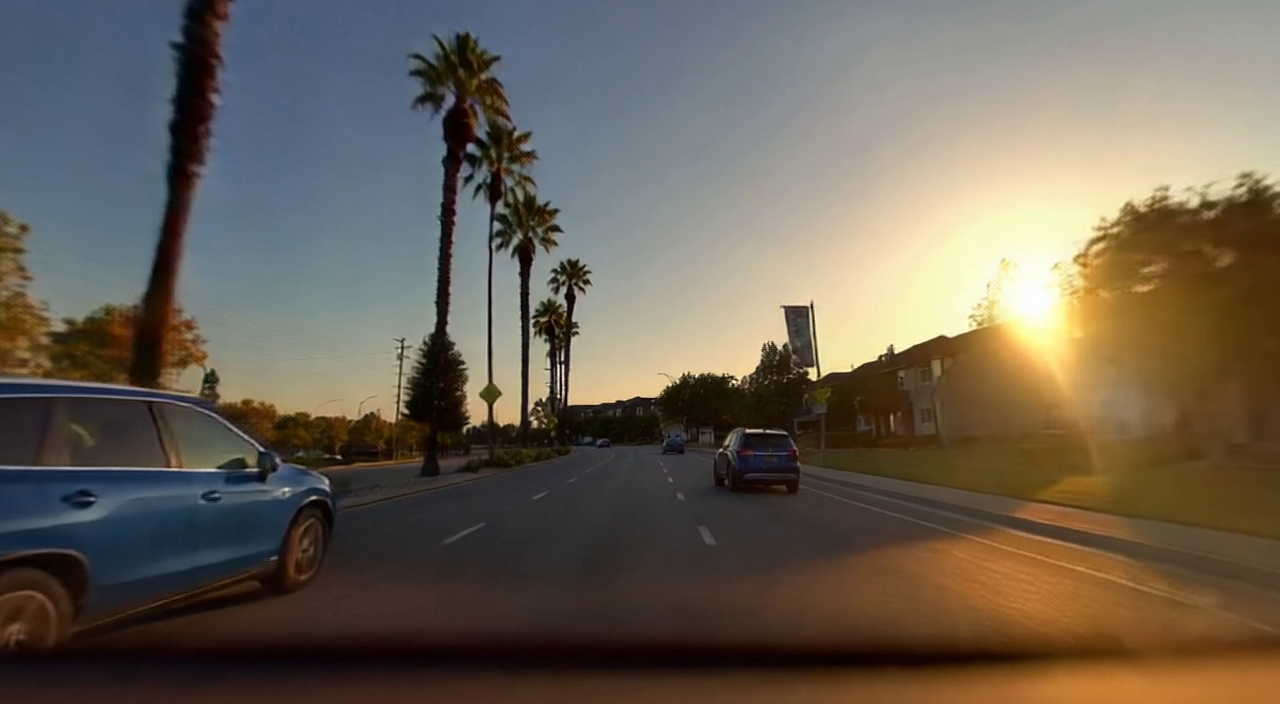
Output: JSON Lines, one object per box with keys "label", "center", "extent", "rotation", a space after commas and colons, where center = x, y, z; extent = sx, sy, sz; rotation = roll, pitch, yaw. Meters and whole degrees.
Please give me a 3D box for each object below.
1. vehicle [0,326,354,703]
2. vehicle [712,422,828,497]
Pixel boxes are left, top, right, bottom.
{"label": "vehicle", "center": [-3.888, 0.897, 3.590], "extent": [2.150, 1.768, 4.868], "rotation": [0, -8, 1]}
{"label": "vehicle", "center": [3.427, 2.939, 17.593], "extent": [2.195, 1.804, 4.658], "rotation": [0, -8, -1]}
